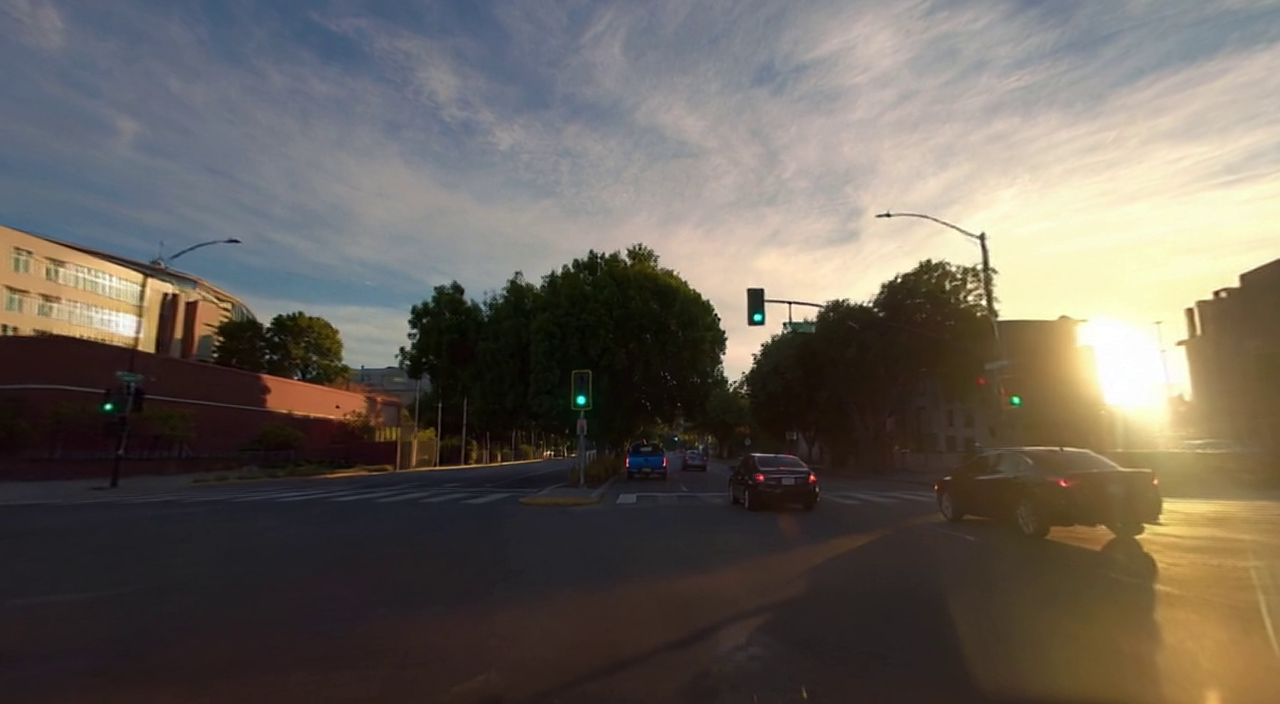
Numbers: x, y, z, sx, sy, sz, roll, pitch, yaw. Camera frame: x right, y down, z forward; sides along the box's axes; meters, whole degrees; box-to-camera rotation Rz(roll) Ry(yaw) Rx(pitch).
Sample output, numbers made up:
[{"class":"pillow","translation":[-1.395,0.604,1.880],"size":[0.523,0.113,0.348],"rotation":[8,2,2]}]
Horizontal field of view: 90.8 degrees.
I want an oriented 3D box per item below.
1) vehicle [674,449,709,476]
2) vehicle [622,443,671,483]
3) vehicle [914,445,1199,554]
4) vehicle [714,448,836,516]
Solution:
[{"class":"vehicle","translation":[3.554,7.718,44.464],"size":[2.013,1.742,4.424],"rotation":[0,-9,0]},{"class":"vehicle","translation":[0.349,5.659,32.588],"size":[2.344,1.883,4.572],"rotation":[0,-9,1]},{"class":"vehicle","translation":[6.717,2.369,11.010],"size":[1.855,1.469,4.598],"rotation":[0,-9,0]},{"class":"vehicle","translation":[3.245,3.227,16.225],"size":[2.057,1.463,4.365],"rotation":[0,-9,-1]}]
